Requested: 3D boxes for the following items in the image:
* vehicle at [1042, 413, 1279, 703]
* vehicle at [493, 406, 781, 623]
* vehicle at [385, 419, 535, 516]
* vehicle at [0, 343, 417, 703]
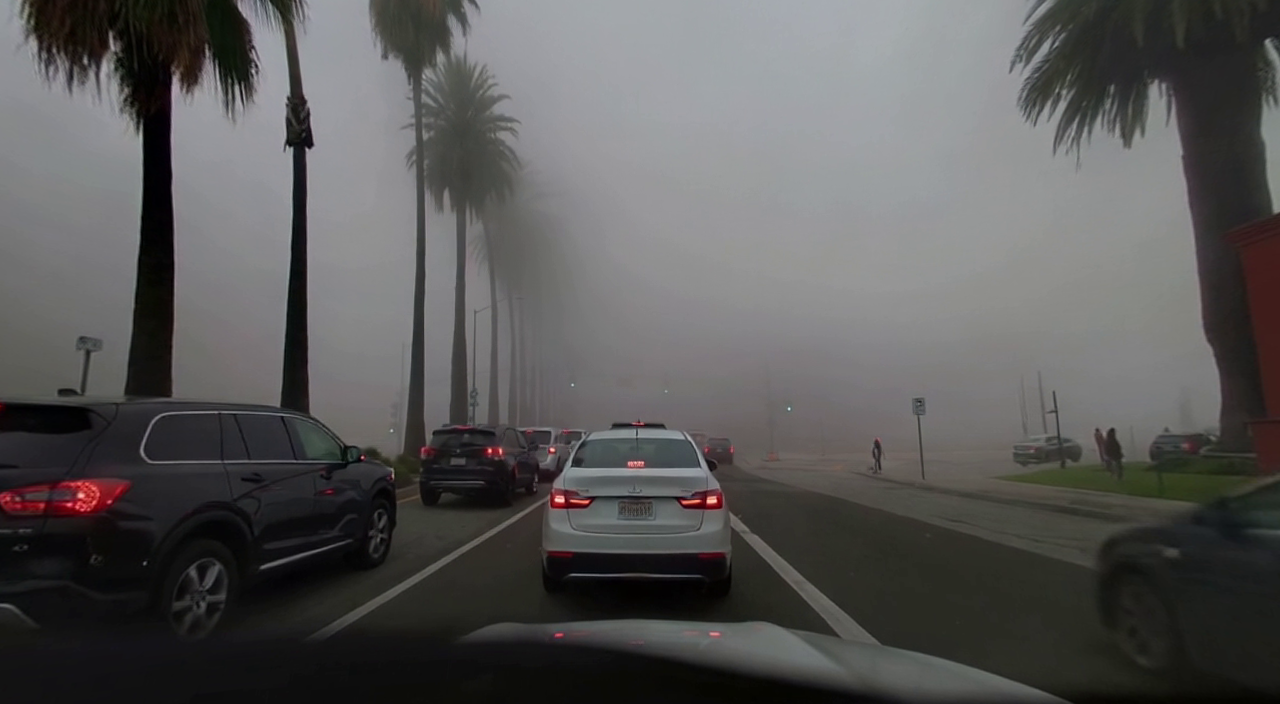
[{"bbox_3d":[3.770,0.908,2.033,1.982,1.480,4.572,0,-8,1],"label":"vehicle"},{"bbox_3d":[-0.051,1.514,6.858,2.114,1.585,4.285,0,-8,-1],"label":"vehicle"},{"bbox_3d":[-3.481,2.317,13.084,1.840,1.684,4.041,0,-8,1],"label":"vehicle"},{"bbox_3d":[-3.539,1.141,5.069,1.914,1.741,4.398,0,-8,-1],"label":"vehicle"}]
